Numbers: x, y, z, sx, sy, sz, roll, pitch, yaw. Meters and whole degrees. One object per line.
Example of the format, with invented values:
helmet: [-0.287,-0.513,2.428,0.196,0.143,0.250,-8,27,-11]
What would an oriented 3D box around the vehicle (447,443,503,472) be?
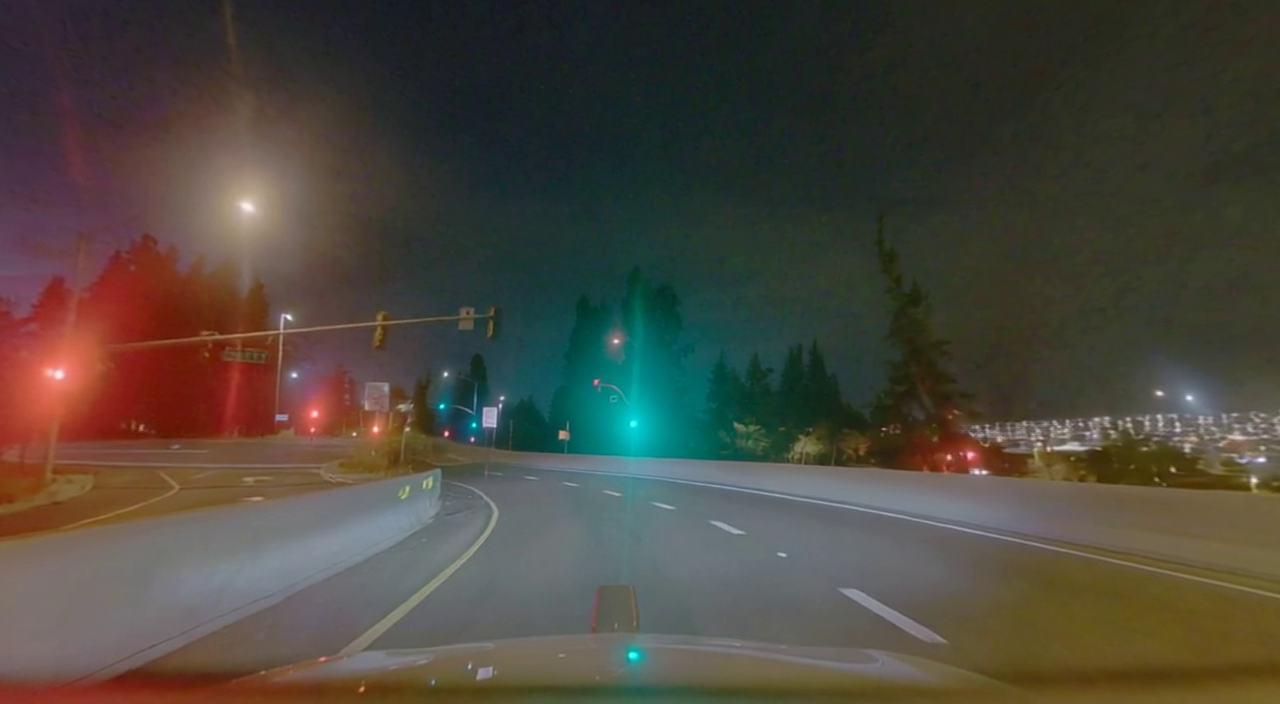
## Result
vehicle: [-9.321,5.895,35.496,2.163,1.537,4.368,4,-10,-26]
